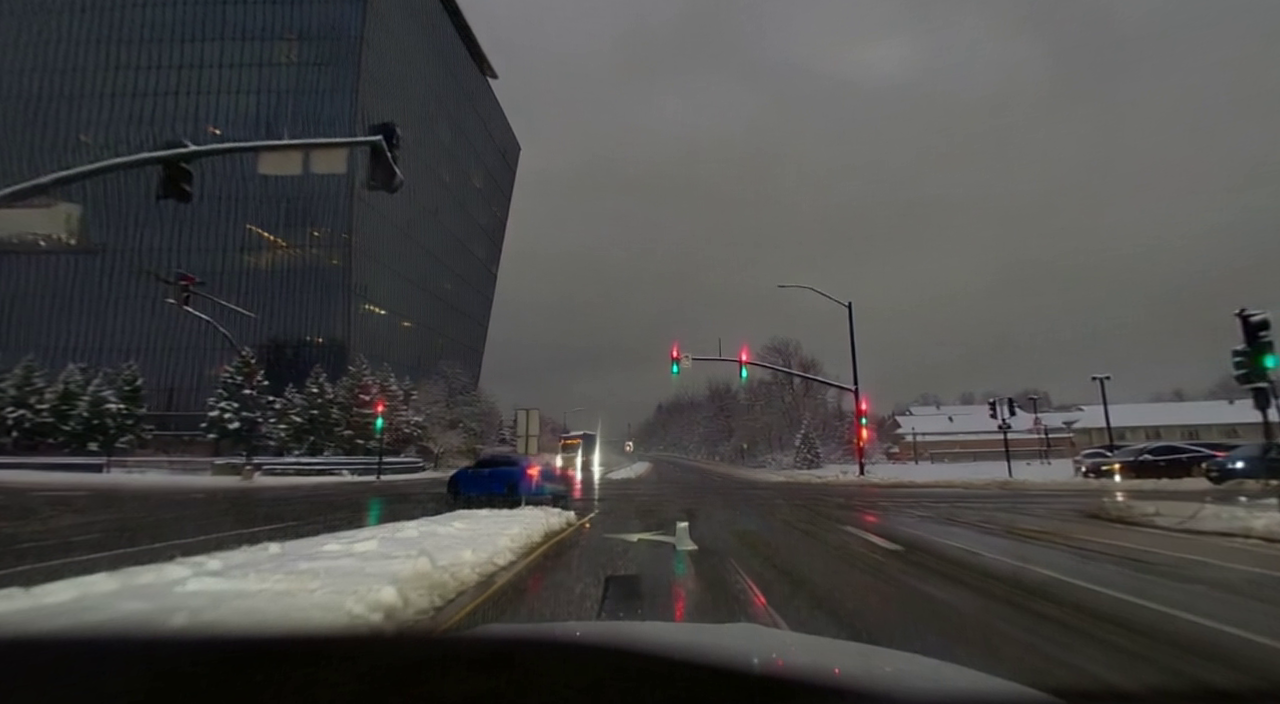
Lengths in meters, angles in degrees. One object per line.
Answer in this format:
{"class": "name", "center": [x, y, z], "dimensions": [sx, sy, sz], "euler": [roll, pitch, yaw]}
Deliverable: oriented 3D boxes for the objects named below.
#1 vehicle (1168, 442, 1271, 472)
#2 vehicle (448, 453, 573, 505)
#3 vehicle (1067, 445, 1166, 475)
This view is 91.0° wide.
{"class": "vehicle", "center": [30.174, 5.486, 32.961], "dimensions": [1.946, 1.467, 3.670], "euler": [0, -9, 3]}
{"class": "vehicle", "center": [-4.423, 4.190, 21.234], "dimensions": [4.197, 1.525, 2.014], "euler": [-8, -12, 42]}
{"class": "vehicle", "center": [25.307, 5.743, 33.692], "dimensions": [2.021, 1.484, 4.454], "euler": [0, -9, 4]}
